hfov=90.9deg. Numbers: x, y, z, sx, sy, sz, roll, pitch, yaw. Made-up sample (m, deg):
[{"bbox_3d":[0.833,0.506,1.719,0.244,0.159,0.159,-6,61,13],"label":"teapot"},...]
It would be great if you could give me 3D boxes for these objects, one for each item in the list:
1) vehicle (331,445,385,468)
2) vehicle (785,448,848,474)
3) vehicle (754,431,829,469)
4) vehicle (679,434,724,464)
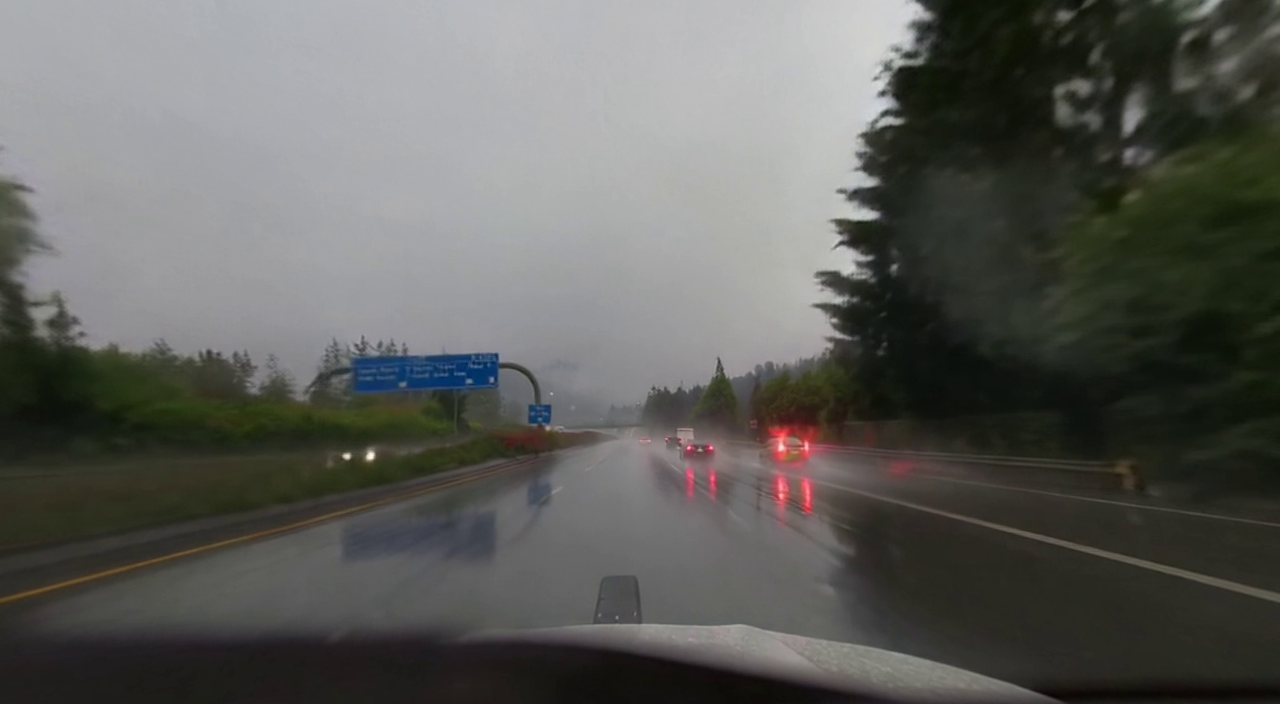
[{"bbox_3d":[-19.339,7.179,43.386,1.727,1.419,4.340,0,-8,0],"label":"vehicle"},{"bbox_3d":[6.772,4.187,24.419,1.535,0.862,2.814,0,-8,-2],"label":"vehicle"},{"bbox_3d":[6.648,4.338,28.263,2.003,1.522,4.940,0,-8,-1],"label":"vehicle"},{"bbox_3d":[3.147,5.029,32.906,1.819,1.468,3.770,0,-8,-2],"label":"vehicle"}]
